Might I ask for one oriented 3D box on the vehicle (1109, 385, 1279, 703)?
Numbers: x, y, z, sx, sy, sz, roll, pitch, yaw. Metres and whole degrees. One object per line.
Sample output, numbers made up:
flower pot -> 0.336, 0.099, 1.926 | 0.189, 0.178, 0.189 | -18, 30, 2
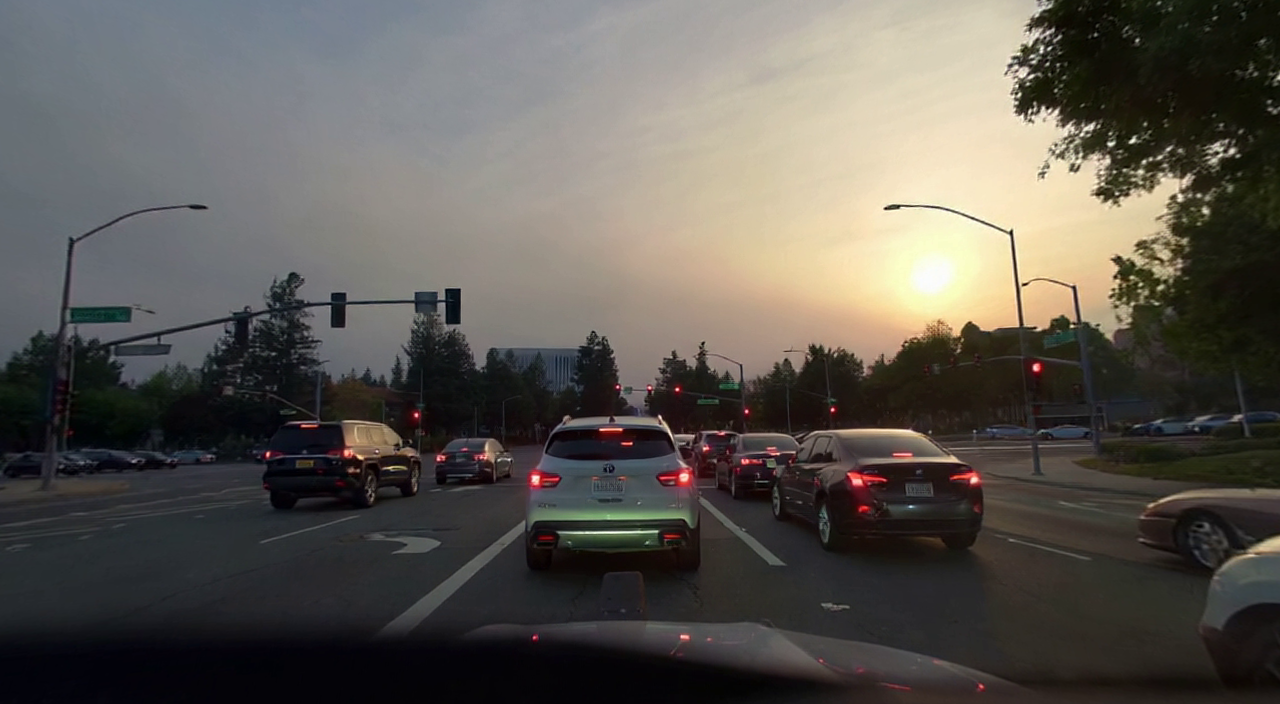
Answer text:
vehicle -> 3.307, 0.674, 0.850 | 1.980, 1.515, 4.362 | 0, -8, 1

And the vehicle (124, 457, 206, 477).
vehicle -> -37.347, 9.055, 49.468 | 4.914, 1.487, 1.850 | 0, -8, 0

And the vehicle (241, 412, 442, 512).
vehicle -> -6.721, 2.557, 15.005 | 2.214, 1.953, 5.017 | 0, -8, 1

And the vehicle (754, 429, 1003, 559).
vehicle -> 3.153, 1.973, 9.511 | 1.971, 1.473, 4.495 | 0, -8, 0

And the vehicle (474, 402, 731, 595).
vehicle -> -0.320, 1.593, 7.639 | 2.256, 1.694, 4.055 | 0, -8, 0

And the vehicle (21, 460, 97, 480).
vehicle -> -45.691, 9.271, 49.394 | 4.232, 1.498, 1.791 | 0, -9, 1
